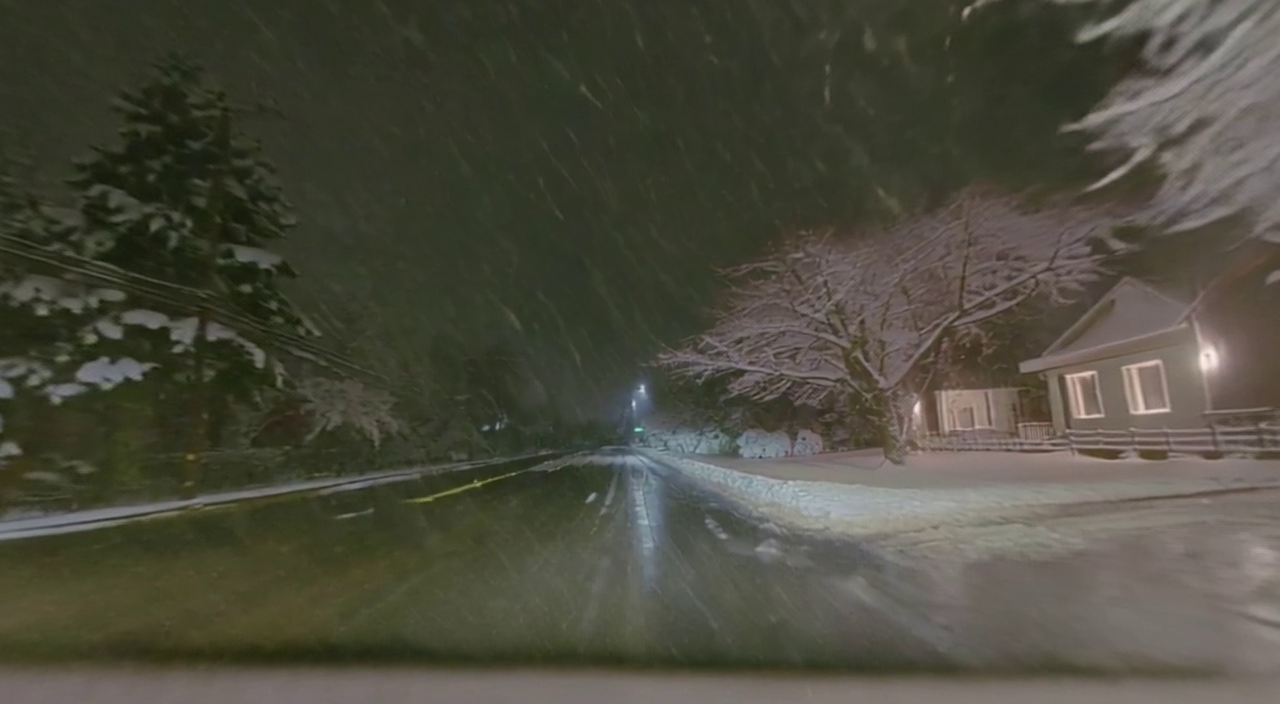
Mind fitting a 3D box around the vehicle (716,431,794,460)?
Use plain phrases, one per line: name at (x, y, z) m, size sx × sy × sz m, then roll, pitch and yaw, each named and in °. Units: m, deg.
vehicle at (6.694, 5.455, 36.933) m, size 4.153 × 1.605 × 1.835 m, roll 1°, pitch -8°, yaw -4°
